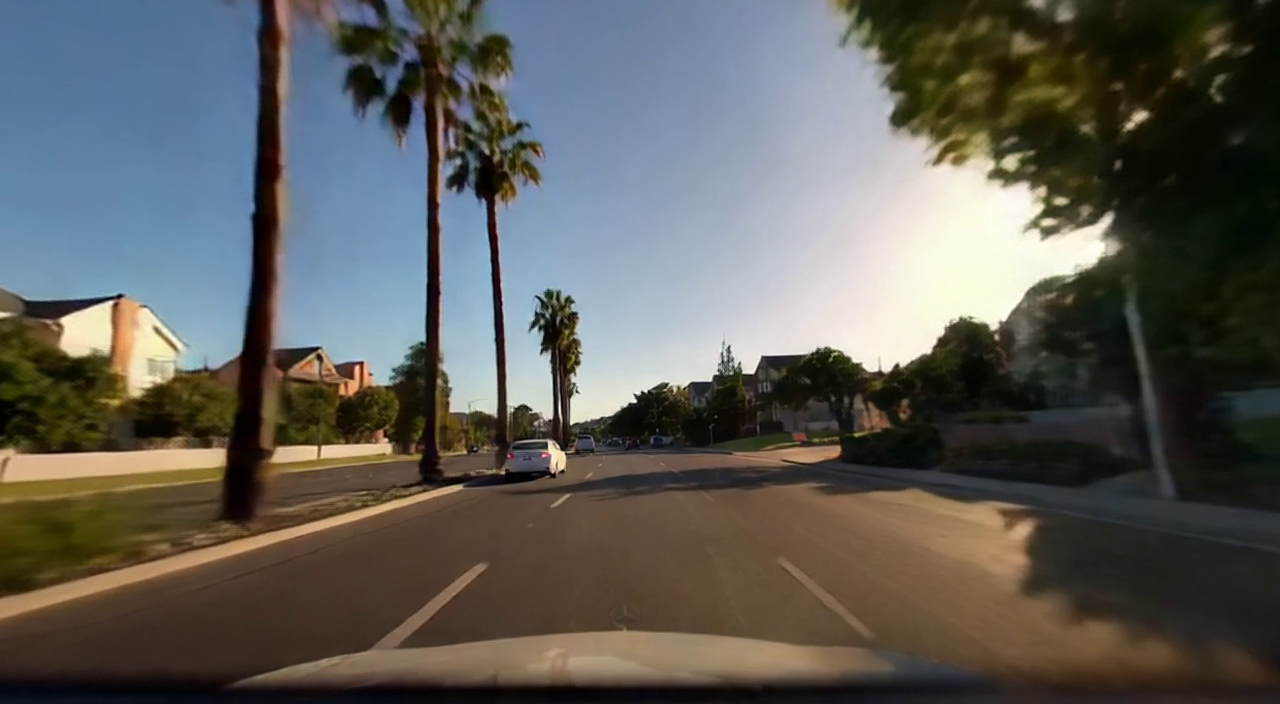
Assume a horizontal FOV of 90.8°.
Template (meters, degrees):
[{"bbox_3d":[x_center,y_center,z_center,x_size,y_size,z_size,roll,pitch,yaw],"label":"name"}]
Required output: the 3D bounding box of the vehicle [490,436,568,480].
[{"bbox_3d":[-4.026,3.924,23.723,2.108,1.475,4.555,0,-8,0],"label":"vehicle"}]
